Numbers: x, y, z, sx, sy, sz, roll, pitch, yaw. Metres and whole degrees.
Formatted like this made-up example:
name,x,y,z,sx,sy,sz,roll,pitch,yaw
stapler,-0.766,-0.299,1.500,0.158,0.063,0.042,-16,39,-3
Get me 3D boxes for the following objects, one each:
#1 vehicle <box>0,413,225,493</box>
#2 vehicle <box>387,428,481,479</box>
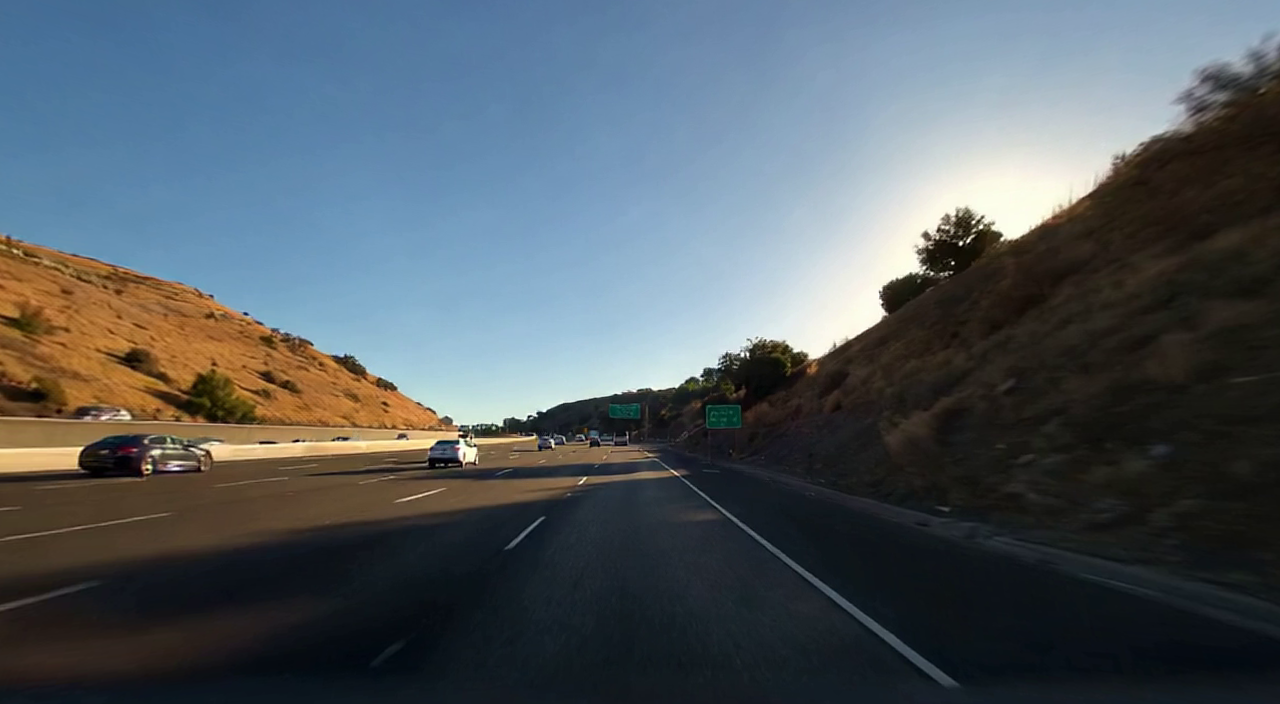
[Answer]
name,x,y,z,sx,sy,sz,roll,pitch,yaw
vehicle,-15.099,2.929,18.489,2.240,1.953,5.452,0,-9,-1
vehicle,-7.617,3.819,23.864,2.104,1.715,4.319,0,-9,0
